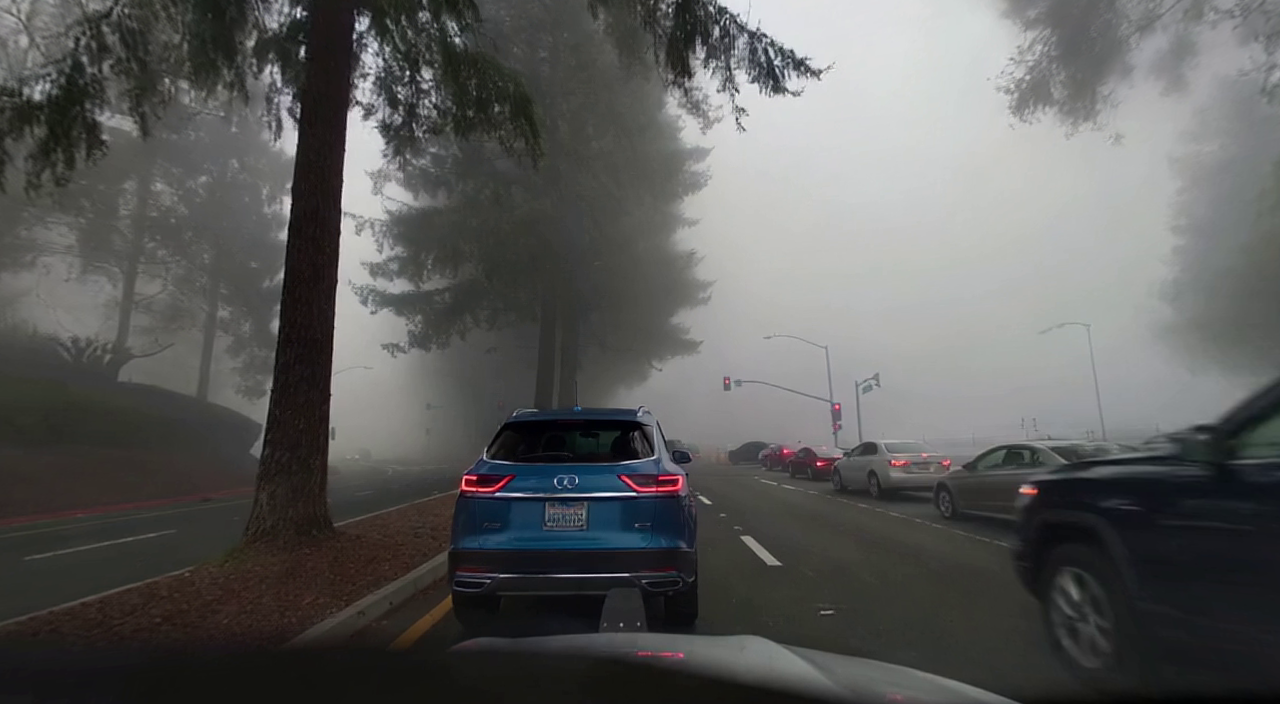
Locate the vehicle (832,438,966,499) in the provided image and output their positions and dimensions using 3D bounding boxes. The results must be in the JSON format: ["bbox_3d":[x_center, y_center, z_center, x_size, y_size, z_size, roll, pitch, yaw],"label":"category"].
[{"bbox_3d":[7.013,3.186,17.703,1.890,1.489,4.415,0,-9,0],"label":"vehicle"}]

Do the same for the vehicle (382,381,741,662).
[{"bbox_3d":[-0.429,1.353,6.093,2.201,1.709,4.271,0,-9,2],"label":"vehicle"}]

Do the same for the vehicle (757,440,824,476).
[{"bbox_3d":[6.696,4.752,28.646,1.917,1.489,4.625,0,-9,0],"label":"vehicle"}]

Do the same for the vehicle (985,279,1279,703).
[{"bbox_3d":[3.428,0.607,1.659,2.200,1.909,4.853,0,-9,-1],"label":"vehicle"}]
